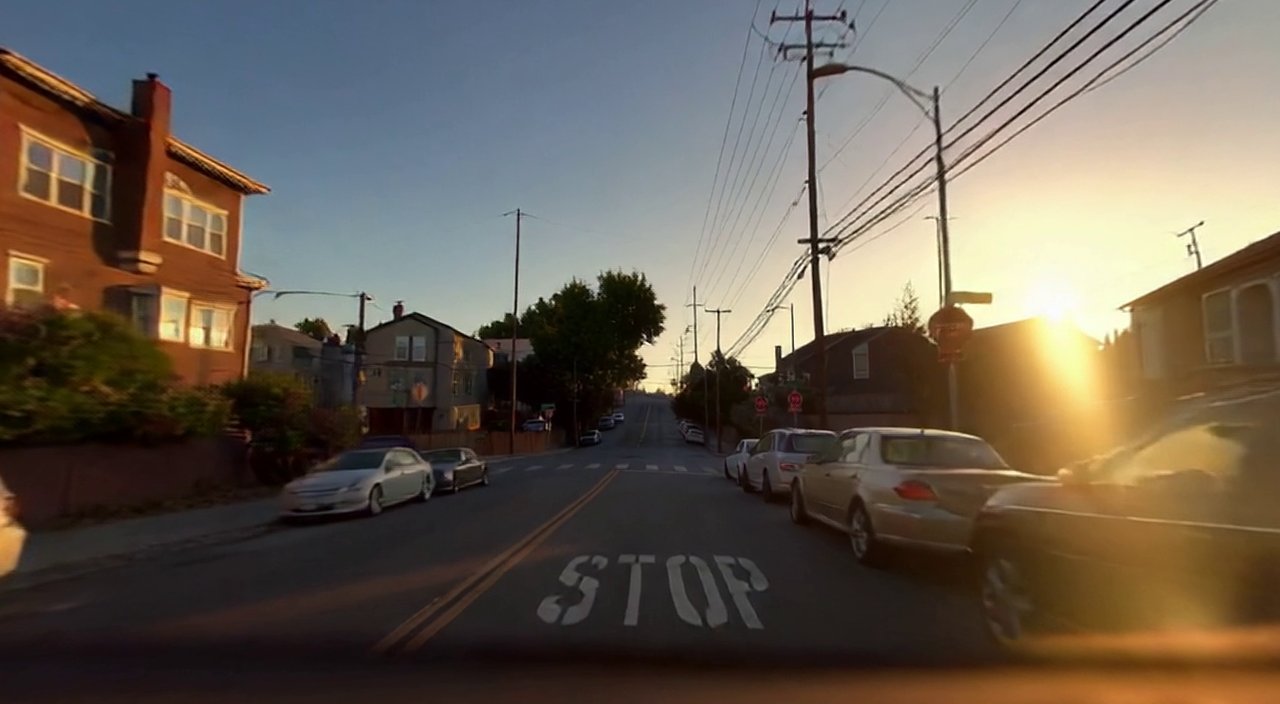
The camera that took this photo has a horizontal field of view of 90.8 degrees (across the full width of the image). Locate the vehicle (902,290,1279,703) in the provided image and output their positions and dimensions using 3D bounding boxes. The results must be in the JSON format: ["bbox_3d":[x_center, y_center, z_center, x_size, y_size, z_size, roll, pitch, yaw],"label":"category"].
[{"bbox_3d":[3.191,0.776,2.336,2.337,1.838,5.029,0,-8,1],"label":"vehicle"}]

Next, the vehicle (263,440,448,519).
[{"bbox_3d":[-6.083,2.734,14.253,2.098,1.454,4.449,0,-8,0],"label":"vehicle"}]
